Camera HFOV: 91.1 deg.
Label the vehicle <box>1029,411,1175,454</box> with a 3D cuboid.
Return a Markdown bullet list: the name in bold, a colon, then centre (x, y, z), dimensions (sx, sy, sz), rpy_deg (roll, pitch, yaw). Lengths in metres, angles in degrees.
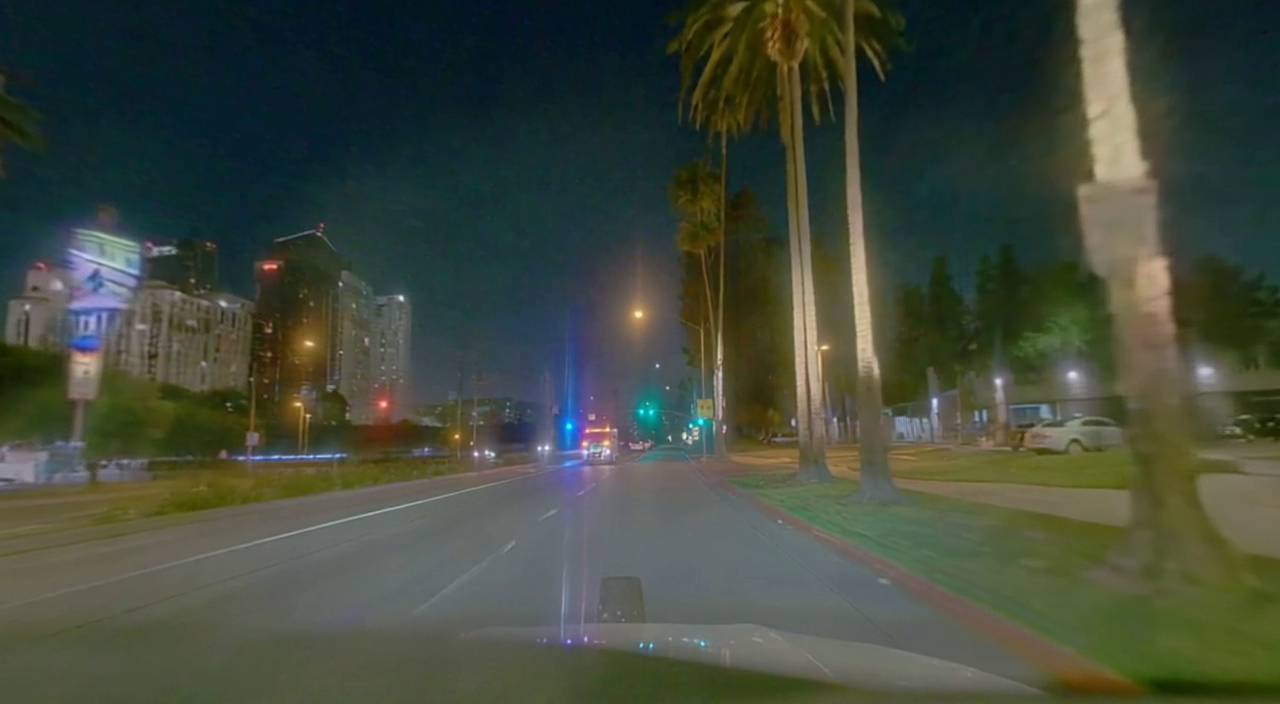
- **vehicle**: centre (16.391, 2.868, 22.386), dimensions (3.945, 1.463, 1.684), rpy_deg (0, -8, -5)

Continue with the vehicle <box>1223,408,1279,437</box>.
- **vehicle**: centre (36.785, 4.143, 36.480), dimensions (1.794, 1.535, 4.466), rpy_deg (-1, -8, 6)
